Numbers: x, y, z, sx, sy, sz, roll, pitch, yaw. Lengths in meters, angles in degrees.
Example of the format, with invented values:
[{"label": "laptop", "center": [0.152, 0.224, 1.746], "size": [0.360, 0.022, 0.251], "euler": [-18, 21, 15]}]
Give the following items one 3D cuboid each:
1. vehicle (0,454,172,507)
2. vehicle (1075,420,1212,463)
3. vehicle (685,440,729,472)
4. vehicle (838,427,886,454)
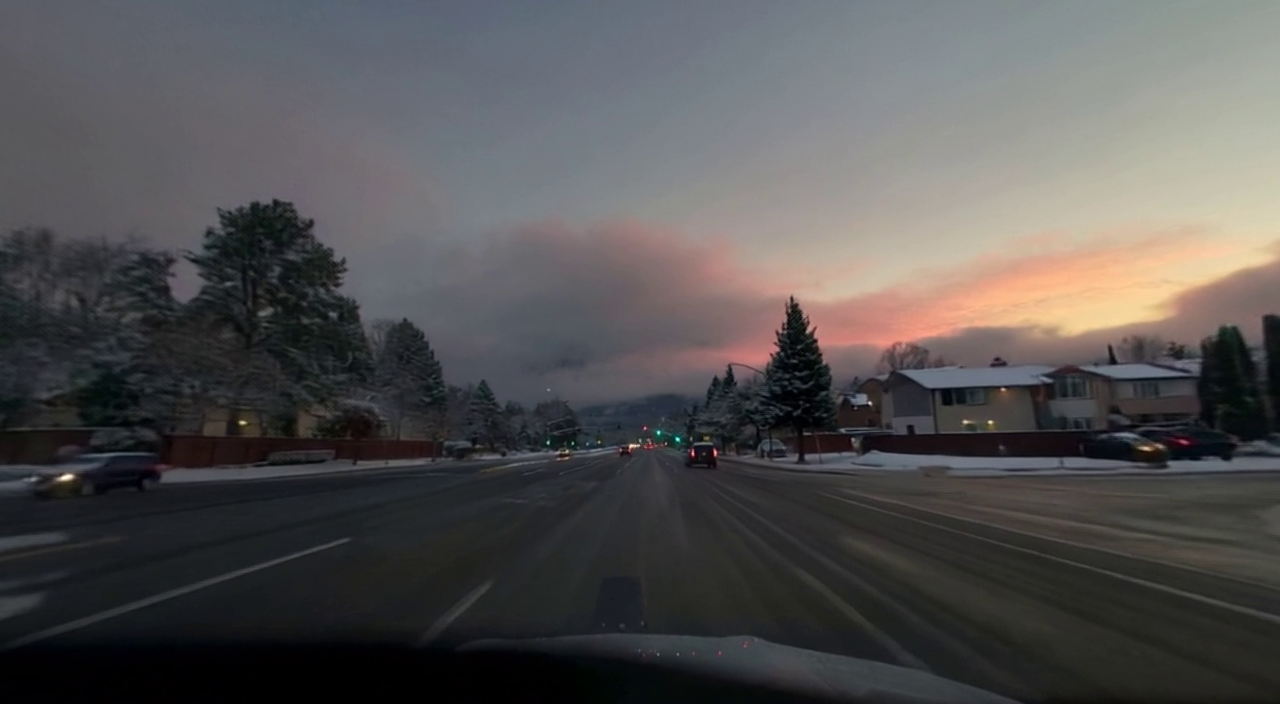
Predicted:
[{"label": "vehicle", "center": [-17.425, 3.905, 19.417], "size": [4.351, 1.489, 1.890], "euler": [1, -8, -5]}, {"label": "vehicle", "center": [25.272, 4.565, 32.045], "size": [2.198, 1.973, 5.805], "euler": [0, -8, 0]}, {"label": "vehicle", "center": [3.974, 6.187, 37.871], "size": [2.114, 1.780, 4.445], "euler": [0, -8, 0]}, {"label": "vehicle", "center": [15.921, 6.387, 45.446], "size": [2.084, 1.868, 5.067], "euler": [-1, -8, 6]}]
